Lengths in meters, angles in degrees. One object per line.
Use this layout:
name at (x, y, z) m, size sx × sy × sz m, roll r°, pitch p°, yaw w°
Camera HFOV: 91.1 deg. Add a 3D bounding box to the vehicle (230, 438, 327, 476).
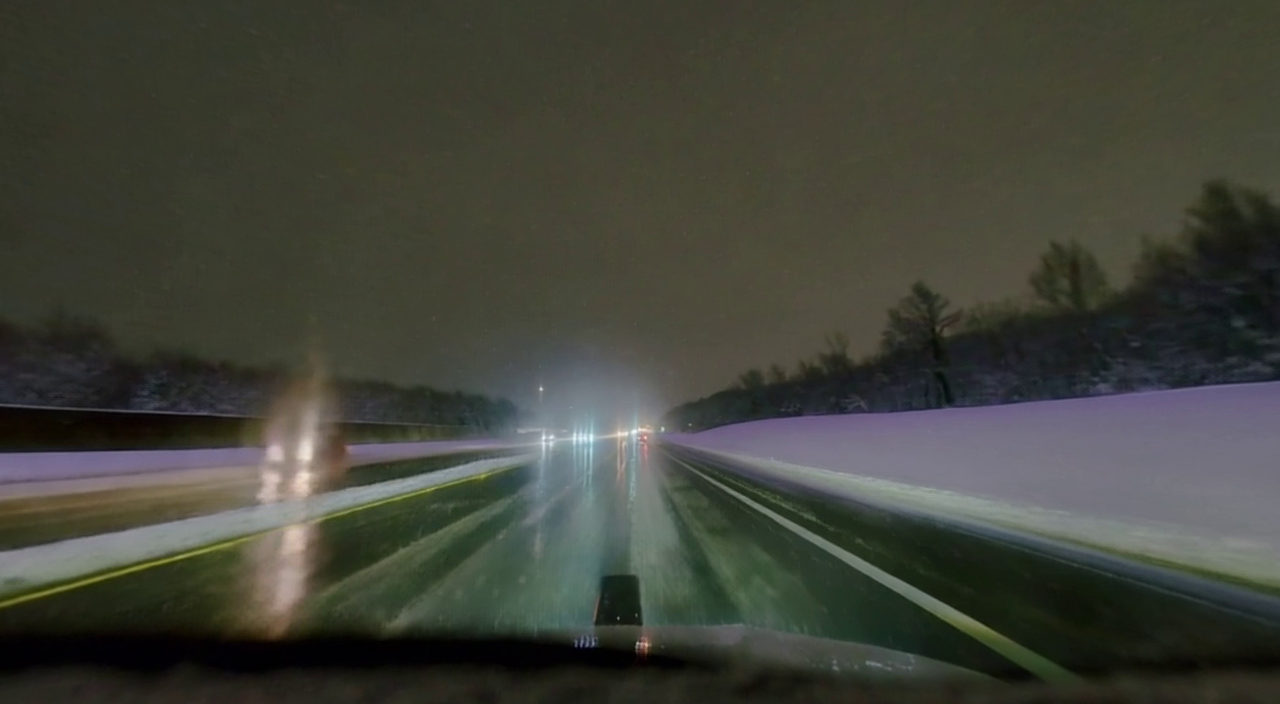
vehicle at (-16.495, 4.772, 28.949) m, size 1.893 × 1.607 × 4.347 m, roll 0°, pitch -8°, yaw 0°
